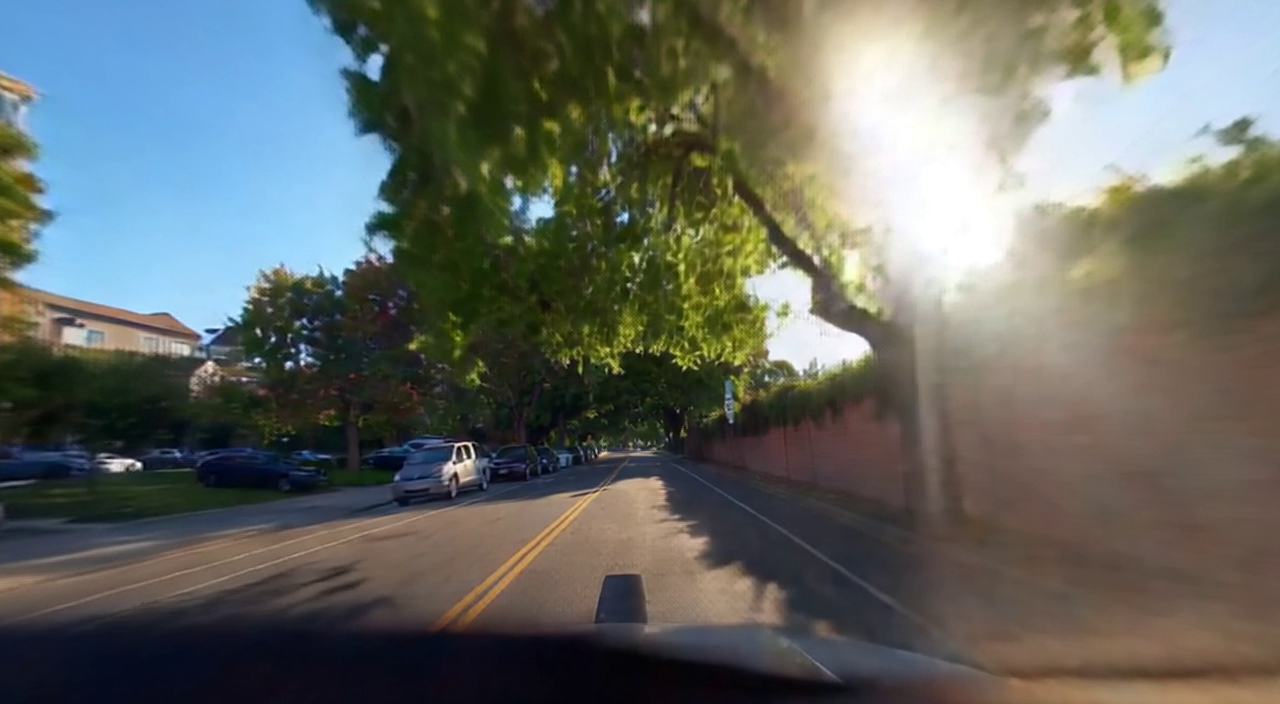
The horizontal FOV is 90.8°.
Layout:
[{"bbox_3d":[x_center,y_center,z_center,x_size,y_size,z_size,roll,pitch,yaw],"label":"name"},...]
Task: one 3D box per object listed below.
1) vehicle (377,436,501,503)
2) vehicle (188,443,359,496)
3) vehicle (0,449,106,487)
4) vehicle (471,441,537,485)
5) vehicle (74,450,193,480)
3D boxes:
[{"bbox_3d":[-6.219,3.654,20.444,2.109,1.847,5.553,0,-8,1],"label":"vehicle"},{"bbox_3d":[-13.319,4.266,23.196,4.991,1.692,1.960,1,-8,0],"label":"vehicle"},{"bbox_3d":[-26.219,5.019,27.377,4.317,1.534,1.904,0,-8,0],"label":"vehicle"},{"bbox_3d":[-6.298,5.145,29.837,2.009,1.820,4.821,1,-8,1],"label":"vehicle"},{"bbox_3d":[-26.051,5.811,32.610,4.557,1.464,1.901,-1,-8,2],"label":"vehicle"}]
